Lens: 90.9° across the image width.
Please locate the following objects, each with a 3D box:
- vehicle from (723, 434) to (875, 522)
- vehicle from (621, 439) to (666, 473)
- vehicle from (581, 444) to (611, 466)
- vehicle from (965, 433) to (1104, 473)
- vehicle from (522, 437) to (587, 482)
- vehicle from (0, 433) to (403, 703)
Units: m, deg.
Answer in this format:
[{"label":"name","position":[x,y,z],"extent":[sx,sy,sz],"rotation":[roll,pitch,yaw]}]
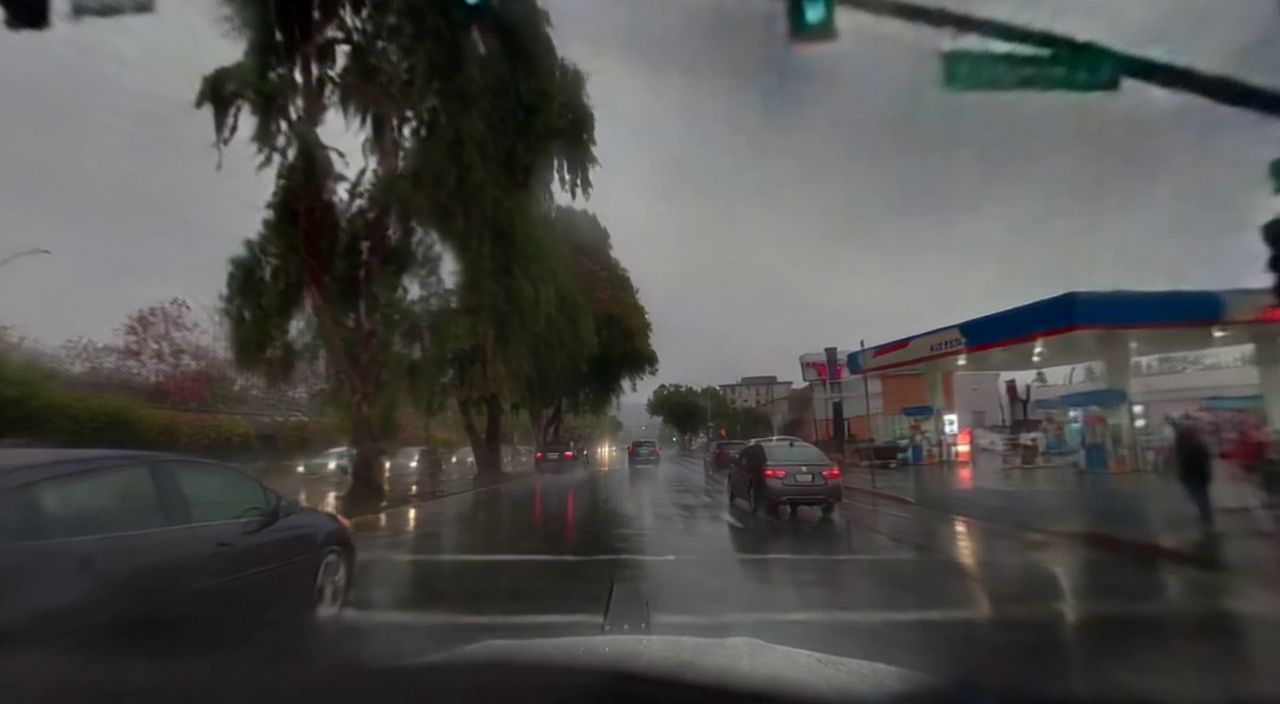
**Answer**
[{"label":"vehicle","position":[3.053,2.526,13.211],"extent":[1.919,1.502,4.572],"rotation":[0,-9,-1]},{"label":"vehicle","position":[0.169,5.384,32.834],"extent":[2.192,1.674,4.124],"rotation":[0,-9,0]},{"label":"vehicle","position":[-3.175,7.520,46.128],"extent":[1.901,1.483,4.372],"rotation":[0,-9,0]},{"label":"vehicle","position":[16.920,4.364,27.420],"extent":[1.860,1.587,4.949],"rotation":[3,-9,-19]},{"label":"vehicle","position":[-3.313,4.278,25.274],"extent":[1.988,1.645,3.995],"rotation":[0,-9,1]},{"label":"vehicle","position":[-3.281,1.186,3.677],"extent":[2.013,1.354,4.393],"rotation":[0,-9,1]}]
